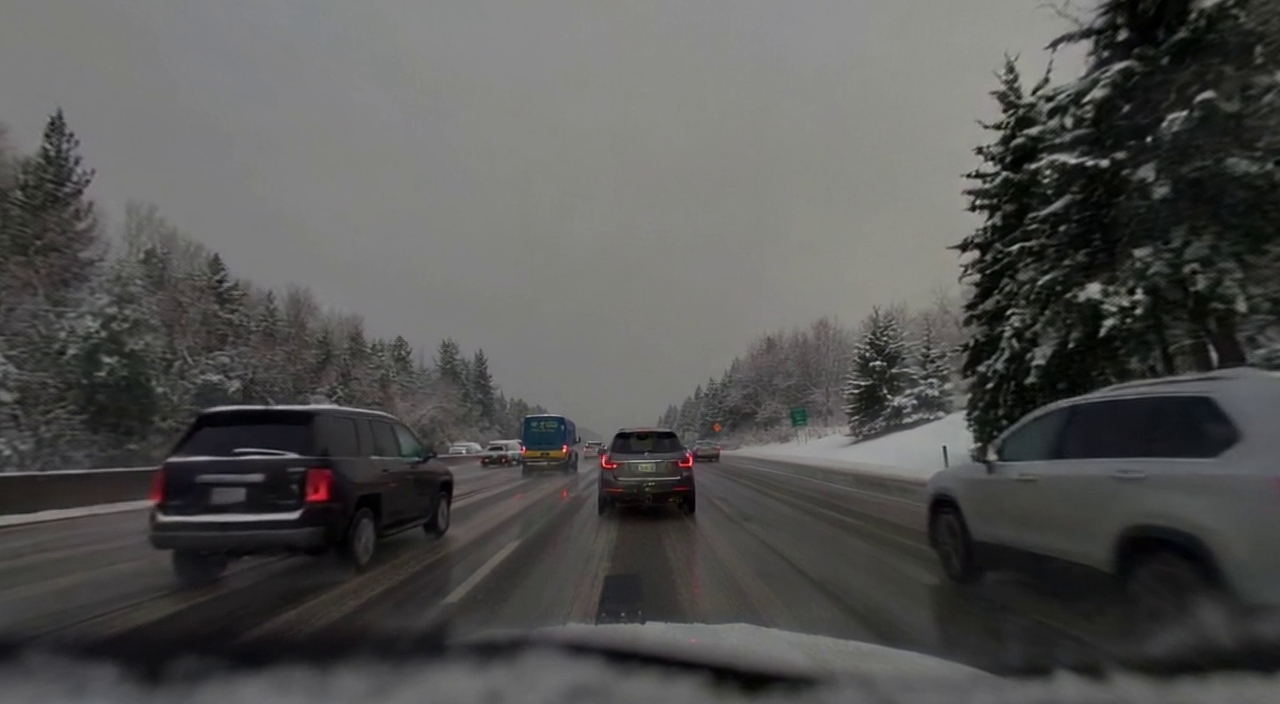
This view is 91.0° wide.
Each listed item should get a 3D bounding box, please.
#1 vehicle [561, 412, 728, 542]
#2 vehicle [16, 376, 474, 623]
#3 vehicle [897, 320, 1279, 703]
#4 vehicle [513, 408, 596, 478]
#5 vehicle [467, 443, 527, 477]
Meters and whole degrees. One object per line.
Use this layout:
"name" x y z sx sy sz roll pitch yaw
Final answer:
"vehicle" 0.040 1.983 10.559 2.223 1.722 4.177 0 -8 0
"vehicle" -3.473 1.395 6.835 2.142 1.808 4.266 0 -8 0
"vehicle" 3.854 0.995 4.120 2.175 1.830 5.173 0 -8 0
"vehicle" -3.124 3.530 24.450 2.359 2.399 5.500 0 -8 1
"vehicle" -6.829 5.183 30.473 1.877 1.490 4.141 0 -8 1
